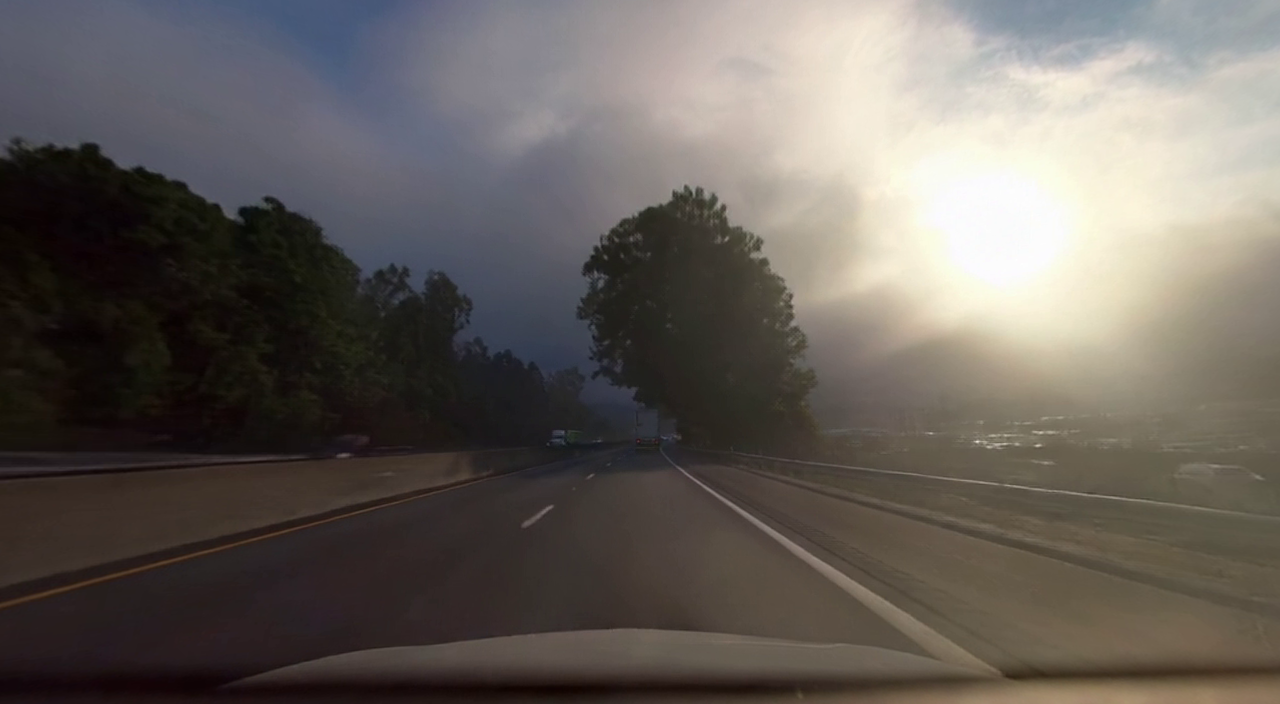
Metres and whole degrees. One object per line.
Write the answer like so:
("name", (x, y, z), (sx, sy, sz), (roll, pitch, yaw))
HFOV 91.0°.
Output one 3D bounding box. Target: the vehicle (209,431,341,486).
("vehicle", (-13.504, 3.940, 23.717), (2.196, 1.819, 4.662), (0, -8, -1))
